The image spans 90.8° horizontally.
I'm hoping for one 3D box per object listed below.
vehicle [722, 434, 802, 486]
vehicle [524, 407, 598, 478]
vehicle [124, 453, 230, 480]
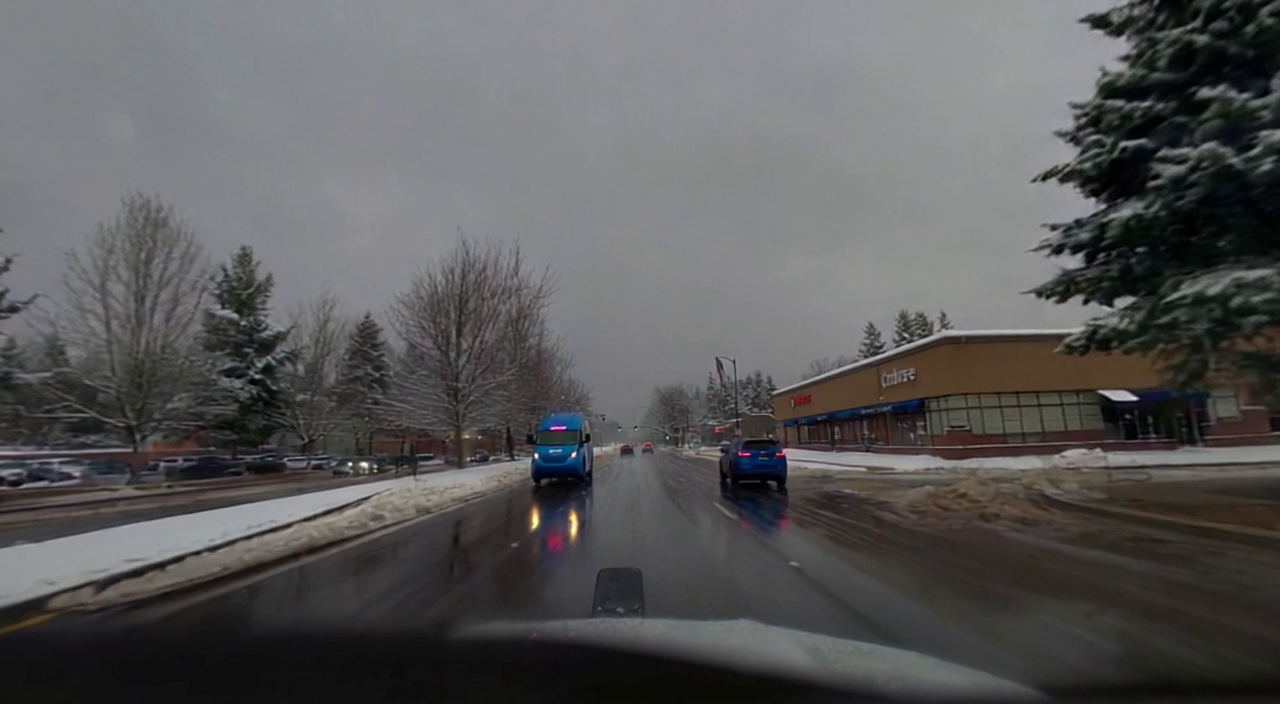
[{"bbox_3d":[4.234,3.818,22.618,1.869,1.646,4.166,0,-9,-2],"label":"vehicle"},{"bbox_3d":[-3.311,4.015,27.854,2.443,2.784,5.862,0,-9,1],"label":"vehicle"},{"bbox_3d":[-31.901,7.899,43.823,5.692,1.725,2.144,5,-10,-33],"label":"vehicle"}]
